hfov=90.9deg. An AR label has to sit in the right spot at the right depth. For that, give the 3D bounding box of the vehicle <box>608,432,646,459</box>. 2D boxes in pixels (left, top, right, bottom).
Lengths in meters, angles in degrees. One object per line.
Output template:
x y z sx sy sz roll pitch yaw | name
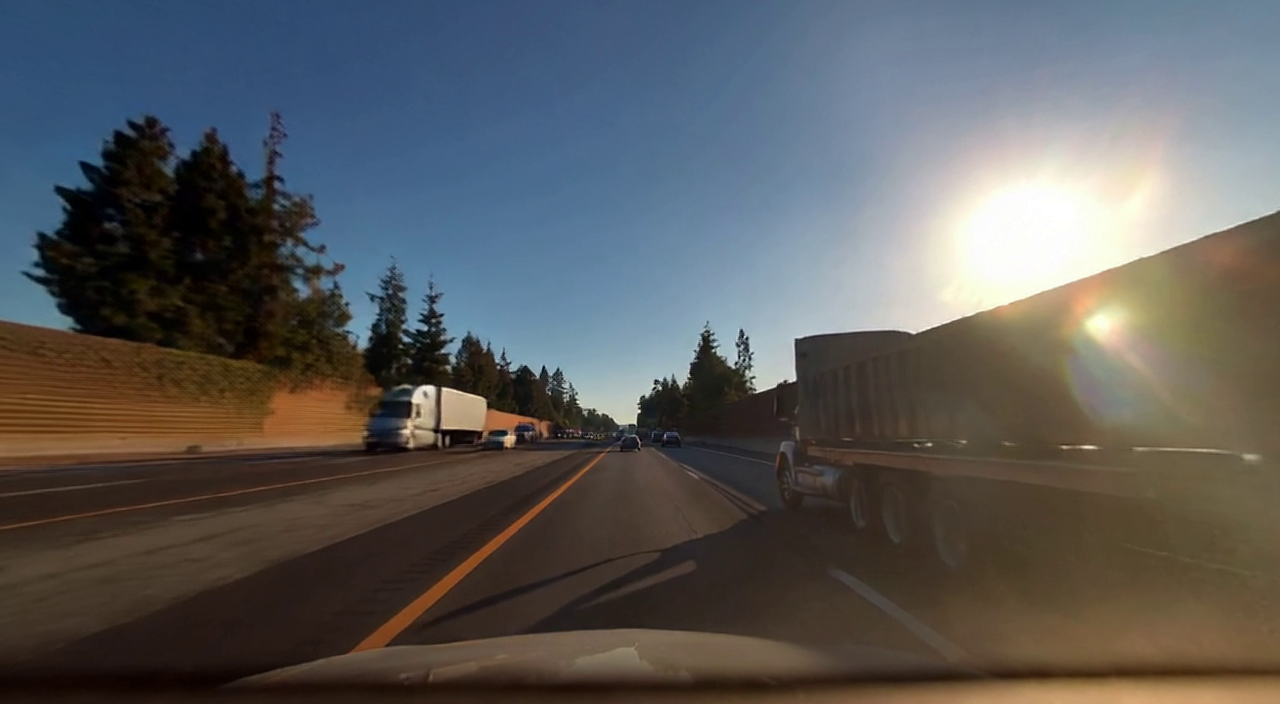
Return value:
-0.767 5.577 37.761 2.119 1.480 4.000 0 -8 -1 | vehicle

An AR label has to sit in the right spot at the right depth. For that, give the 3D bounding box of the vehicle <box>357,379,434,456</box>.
-13.054 3.553 33.889 2.996 3.936 2.677 0 -8 -1 | vehicle

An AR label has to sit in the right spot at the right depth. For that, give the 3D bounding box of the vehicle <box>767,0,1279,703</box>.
4.252 0.060 5.883 2.953 4.045 13.843 0 -8 -1 | vehicle

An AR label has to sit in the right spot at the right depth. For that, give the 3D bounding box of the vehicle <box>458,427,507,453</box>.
-9.475 5.340 38.272 1.906 1.499 4.537 0 -8 -1 | vehicle
